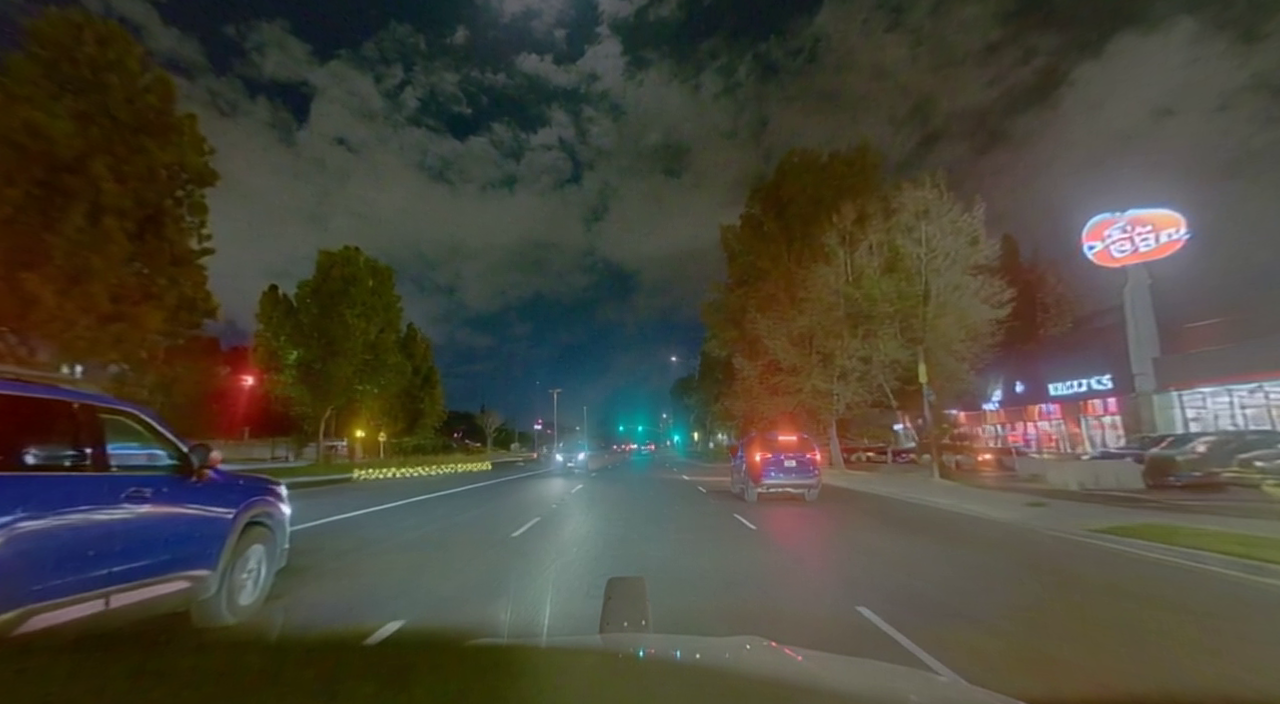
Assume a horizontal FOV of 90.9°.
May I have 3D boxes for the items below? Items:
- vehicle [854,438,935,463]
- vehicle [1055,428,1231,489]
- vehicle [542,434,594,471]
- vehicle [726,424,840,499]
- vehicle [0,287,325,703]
[{"bbox_3d":[17.465,6.770,43.415,4.706,1.660,2.077,0,-8,0],"label":"vehicle"},{"bbox_3d":[15.513,3.300,19.861,1.897,1.662,4.504,0,-8,2],"label":"vehicle"},{"bbox_3d":[-3.698,5.252,33.107,2.112,1.775,4.404,0,-8,1],"label":"vehicle"},{"bbox_3d":[3.697,2.932,17.214,2.024,1.773,4.431,0,-8,0],"label":"vehicle"},{"bbox_3d":[-3.874,0.724,2.968,2.210,1.925,4.838,0,-8,1],"label":"vehicle"}]
